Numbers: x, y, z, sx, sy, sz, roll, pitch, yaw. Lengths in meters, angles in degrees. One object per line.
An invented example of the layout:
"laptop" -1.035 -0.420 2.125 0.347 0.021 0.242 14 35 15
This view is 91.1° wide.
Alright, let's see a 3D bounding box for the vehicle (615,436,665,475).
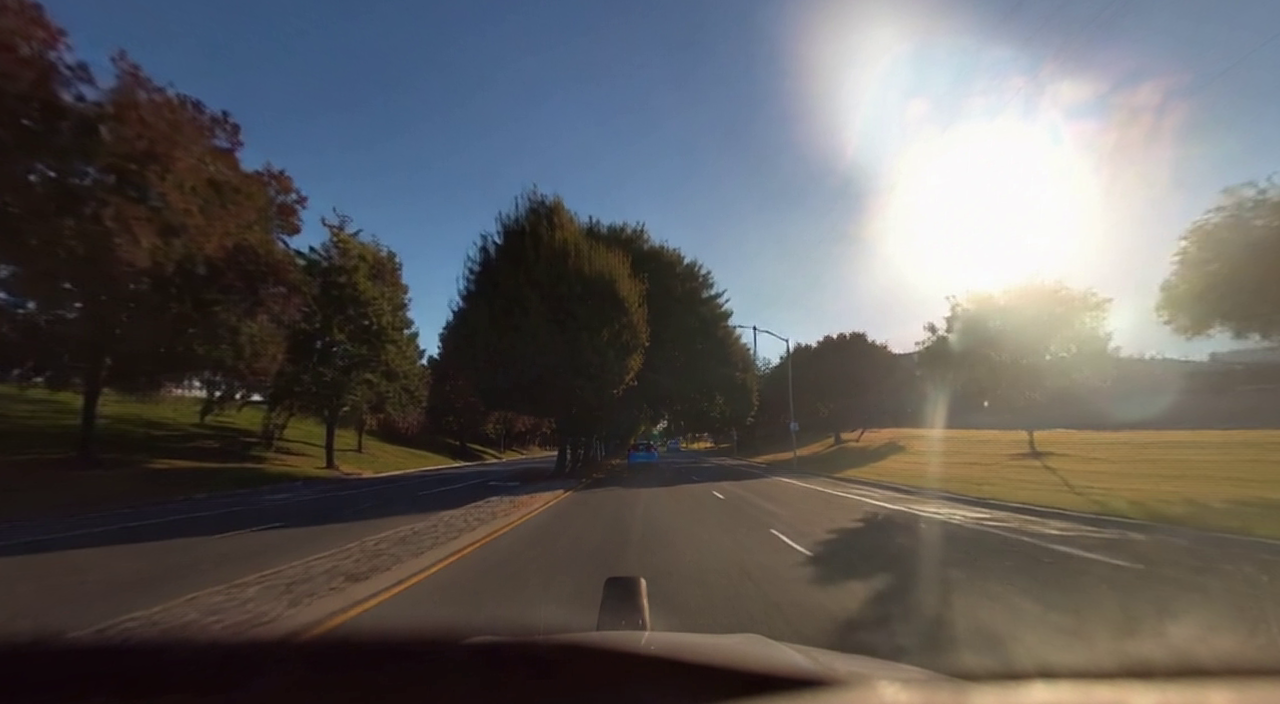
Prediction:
"vehicle" 0.005 5.098 30.829 2.256 1.734 4.176 -1 -9 0
